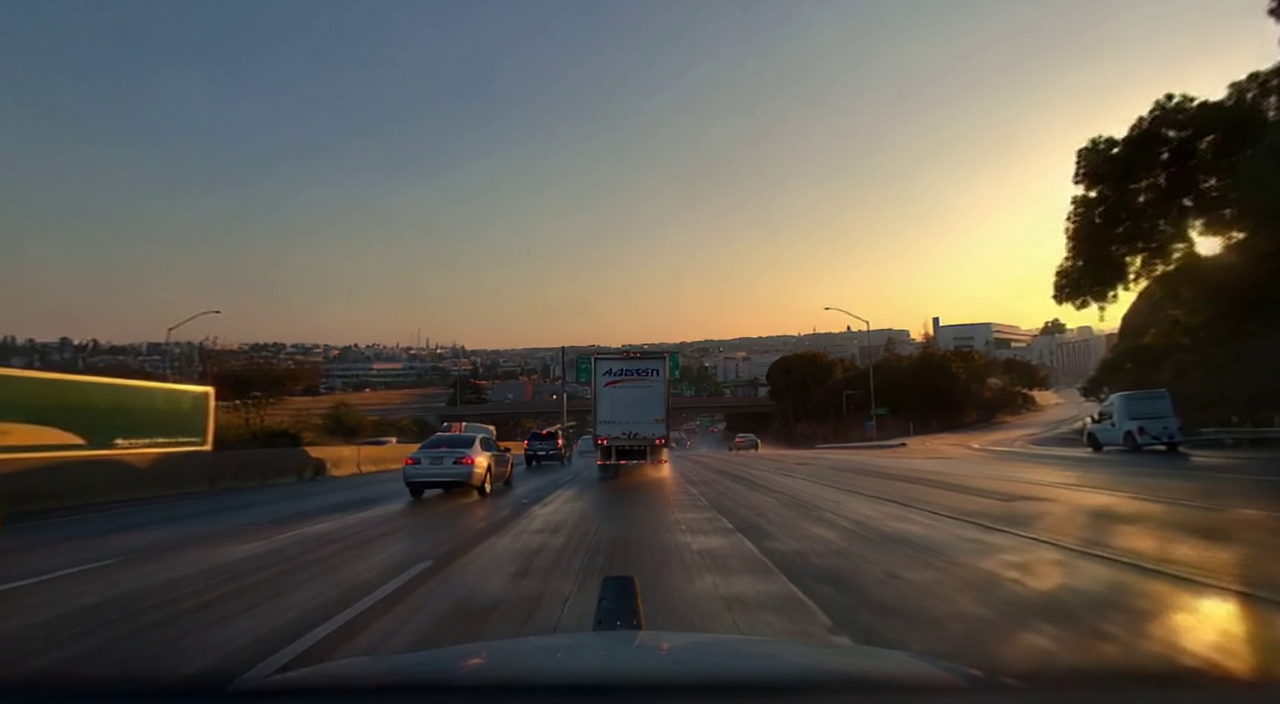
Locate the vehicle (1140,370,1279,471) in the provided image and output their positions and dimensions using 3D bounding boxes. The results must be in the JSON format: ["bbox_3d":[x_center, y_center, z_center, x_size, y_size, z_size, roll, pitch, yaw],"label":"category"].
[{"bbox_3d":[18.801,2.158,19.248,2.432,2.753,5.388,0,-8,0],"label":"vehicle"}]

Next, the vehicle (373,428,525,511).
[{"bbox_3d":[-3.933,2.469,13.838,1.964,1.507,4.361,0,-8,0],"label":"vehicle"}]

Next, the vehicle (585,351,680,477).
[{"bbox_3d":[-0.390,2.806,26.688,3.171,4.204,11.036,0,-8,-1],"label":"vehicle"}]

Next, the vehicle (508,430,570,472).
[{"bbox_3d":[-4.090,4.069,26.078,1.946,1.599,4.073,0,-8,0],"label":"vehicle"}]

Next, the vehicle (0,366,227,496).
[{"bbox_3d":[-19.228,2.865,22.554,2.893,3.769,8.413,0,-8,1],"label":"vehicle"}]
